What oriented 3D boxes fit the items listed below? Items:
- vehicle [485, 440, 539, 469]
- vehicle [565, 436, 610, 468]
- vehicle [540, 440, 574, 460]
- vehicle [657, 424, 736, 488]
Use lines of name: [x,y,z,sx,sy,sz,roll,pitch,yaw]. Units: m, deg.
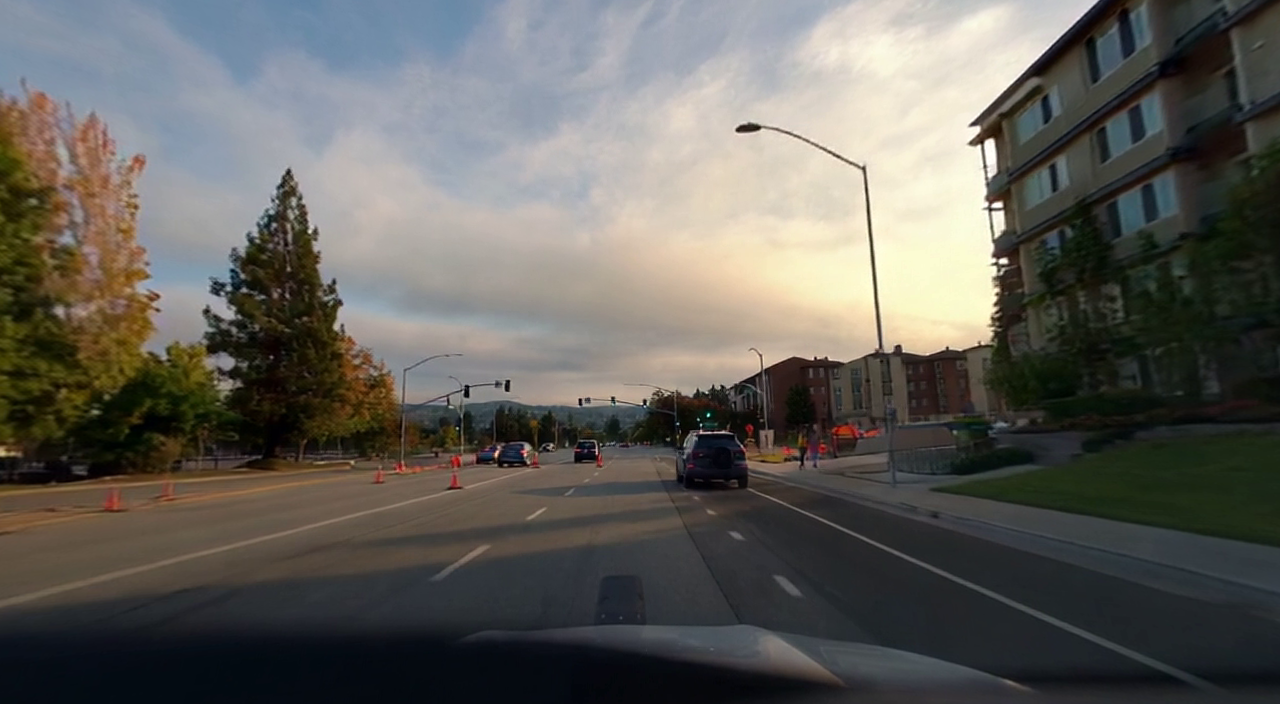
vehicle: [-7.012,5.664,35.184,1.928,1.488,4.635,0,-9,2]
vehicle: [-2.904,5.608,35.567,2.121,1.654,3.993,0,-9,1]
vehicle: [-6.468,7.707,49.578,1.993,1.492,3.666,0,-9,2]
vehicle: [1.672,3.313,20.389,2.197,1.835,4.316,0,-9,1]
